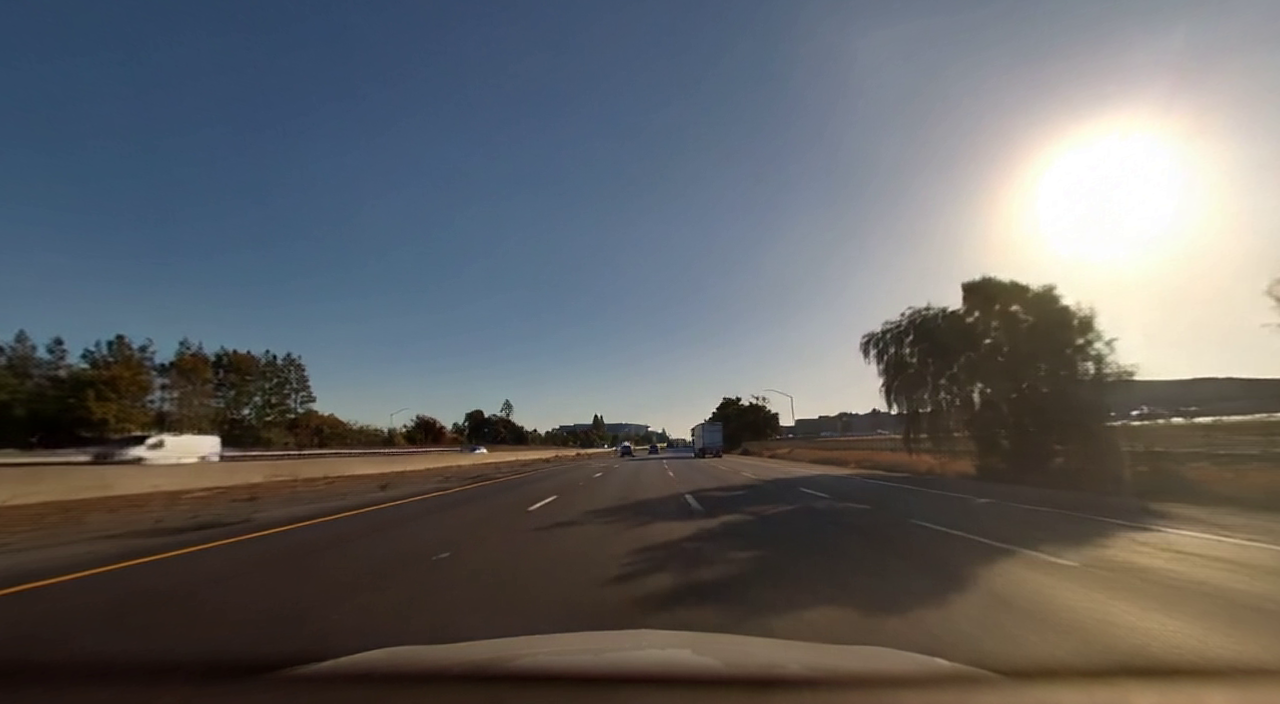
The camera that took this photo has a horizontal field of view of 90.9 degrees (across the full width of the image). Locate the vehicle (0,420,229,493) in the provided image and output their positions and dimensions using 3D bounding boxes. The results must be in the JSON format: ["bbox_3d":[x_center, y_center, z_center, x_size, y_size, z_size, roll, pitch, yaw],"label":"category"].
[{"bbox_3d":[-24.591,4.512,27.664,2.884,2.602,15.297,0,-8,1],"label":"vehicle"}]
